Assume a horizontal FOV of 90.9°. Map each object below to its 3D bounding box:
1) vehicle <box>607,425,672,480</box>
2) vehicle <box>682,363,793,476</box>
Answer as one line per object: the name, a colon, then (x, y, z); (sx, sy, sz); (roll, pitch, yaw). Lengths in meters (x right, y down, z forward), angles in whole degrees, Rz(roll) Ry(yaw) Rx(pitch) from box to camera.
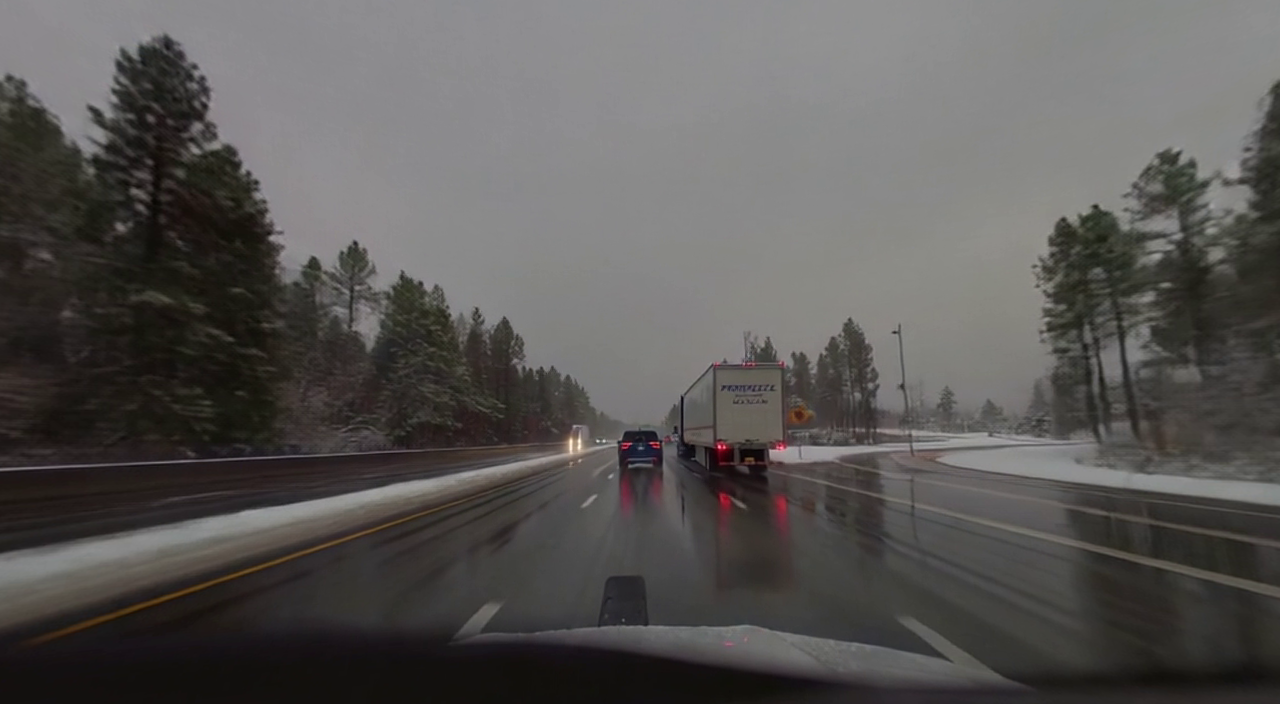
vehicle: (-0.038, 3.751, 23.767); (2.222, 1.848, 4.610); (0, -8, -1)
vehicle: (4.130, 3.684, 31.527); (2.899, 4.160, 16.621); (0, -8, 0)
